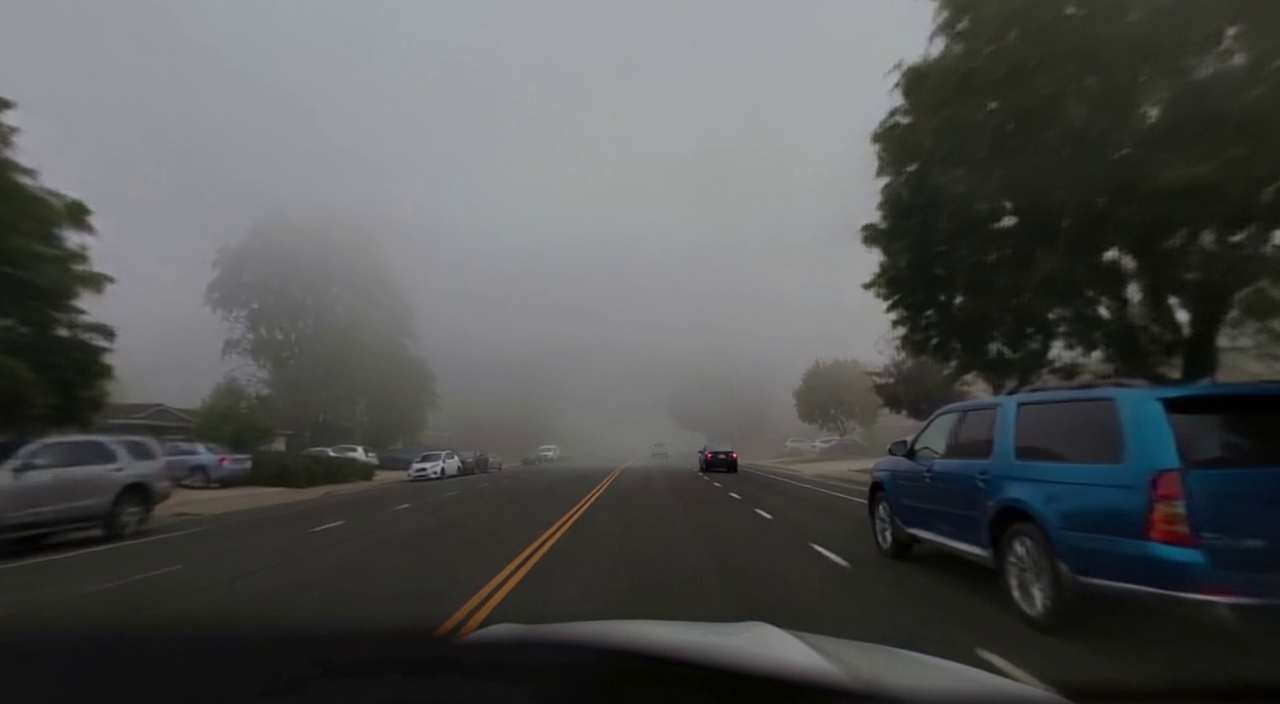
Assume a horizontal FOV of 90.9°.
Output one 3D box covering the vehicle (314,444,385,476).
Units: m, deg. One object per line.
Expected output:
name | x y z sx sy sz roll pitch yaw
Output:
vehicle | -17.311 6.440 37.836 1.914 1.792 4.470 -1 -8 3

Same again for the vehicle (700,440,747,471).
vehicle | 4.374 5.491 33.705 1.956 1.492 4.425 -1 -8 1

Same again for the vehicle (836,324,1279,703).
vehicle | 4.022 1.212 5.954 2.497 1.889 5.833 -1 -8 1

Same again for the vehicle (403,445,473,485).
vehicle | -10.355 5.775 32.624 2.083 1.791 4.585 -4 -8 0

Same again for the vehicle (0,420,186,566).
vehicle | -10.575 2.272 10.216 2.254 2.127 5.697 -3 -9 -1
